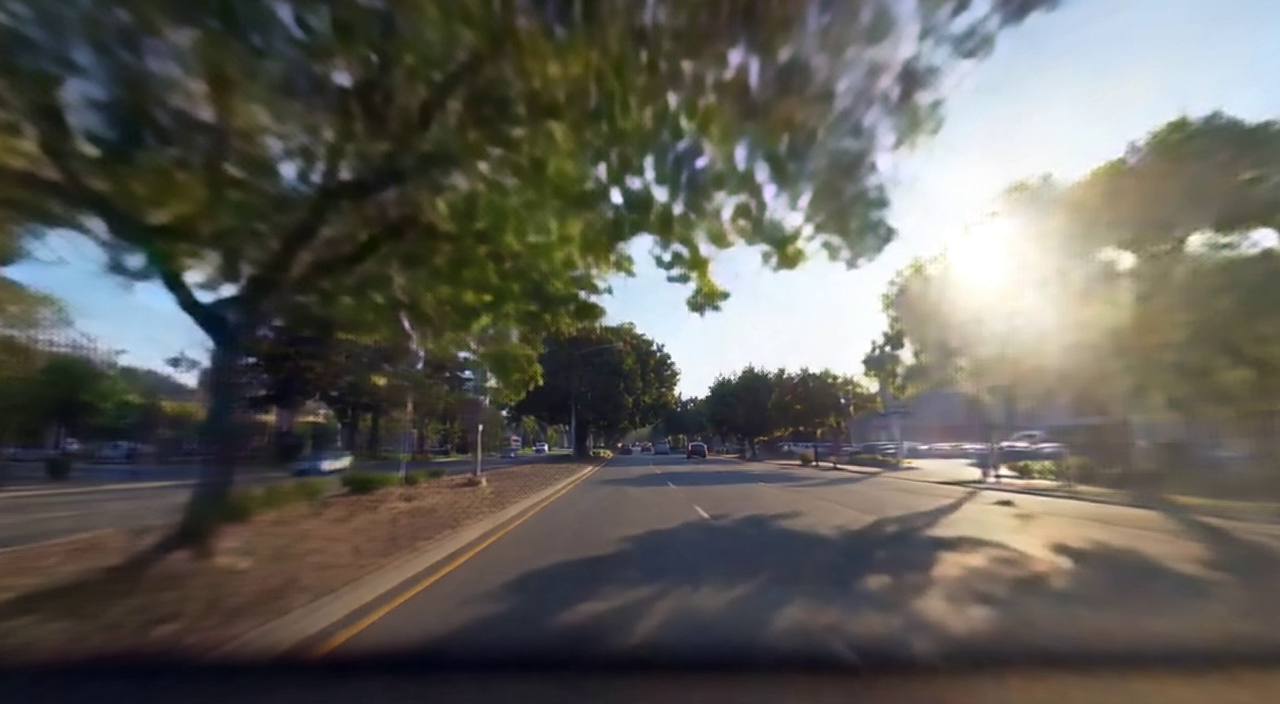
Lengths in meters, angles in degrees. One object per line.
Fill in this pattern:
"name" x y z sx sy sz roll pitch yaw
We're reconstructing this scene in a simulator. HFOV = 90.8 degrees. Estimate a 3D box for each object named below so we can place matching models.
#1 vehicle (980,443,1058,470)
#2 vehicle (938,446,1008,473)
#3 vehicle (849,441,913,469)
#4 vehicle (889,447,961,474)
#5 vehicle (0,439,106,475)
"vehicle" 22.340 6.182 37.493 1.895 1.471 4.511 -2 -9 2
"vehicle" 19.546 6.298 37.315 1.972 1.461 4.021 1 -8 0
"vehicle" 16.266 6.958 42.978 2.052 1.749 5.213 0 -8 -3
"vehicle" 16.532 6.310 36.906 1.863 1.445 4.703 0 -8 -2
"vehicle" -28.894 5.081 30.565 4.208 1.648 1.980 0 -8 -3
